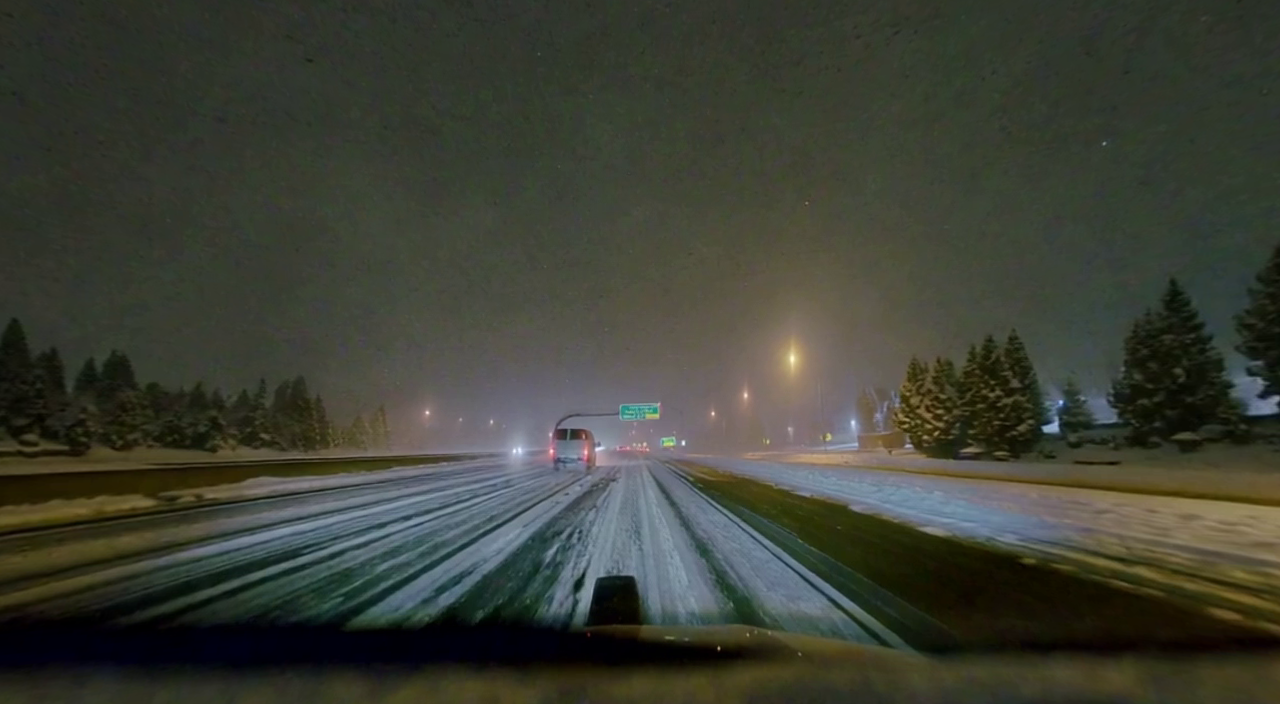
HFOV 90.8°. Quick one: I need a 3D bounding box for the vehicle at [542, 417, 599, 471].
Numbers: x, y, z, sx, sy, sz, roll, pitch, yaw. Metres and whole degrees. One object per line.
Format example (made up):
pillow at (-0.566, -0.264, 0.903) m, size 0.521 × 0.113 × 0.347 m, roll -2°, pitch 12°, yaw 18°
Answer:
vehicle at (-4.085, 5.637, 38.569) m, size 2.881 × 2.937 × 7.045 m, roll 0°, pitch -9°, yaw -2°
